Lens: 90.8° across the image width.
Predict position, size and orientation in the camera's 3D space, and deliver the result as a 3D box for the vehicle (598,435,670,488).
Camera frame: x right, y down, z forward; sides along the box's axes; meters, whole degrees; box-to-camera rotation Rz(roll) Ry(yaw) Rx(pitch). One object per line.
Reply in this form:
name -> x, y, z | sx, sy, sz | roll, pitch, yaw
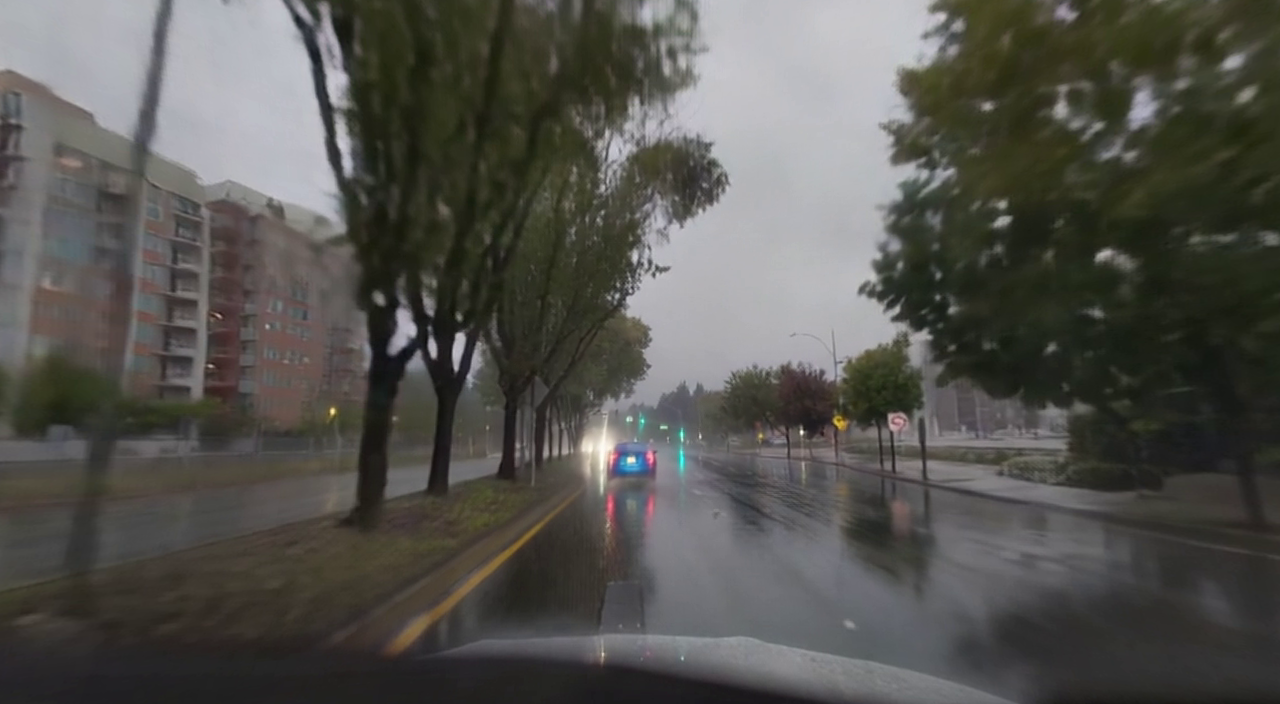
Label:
vehicle -> -0.294, 3.444, 20.297 | 2.042, 1.479, 4.601 | 0, -8, -3
